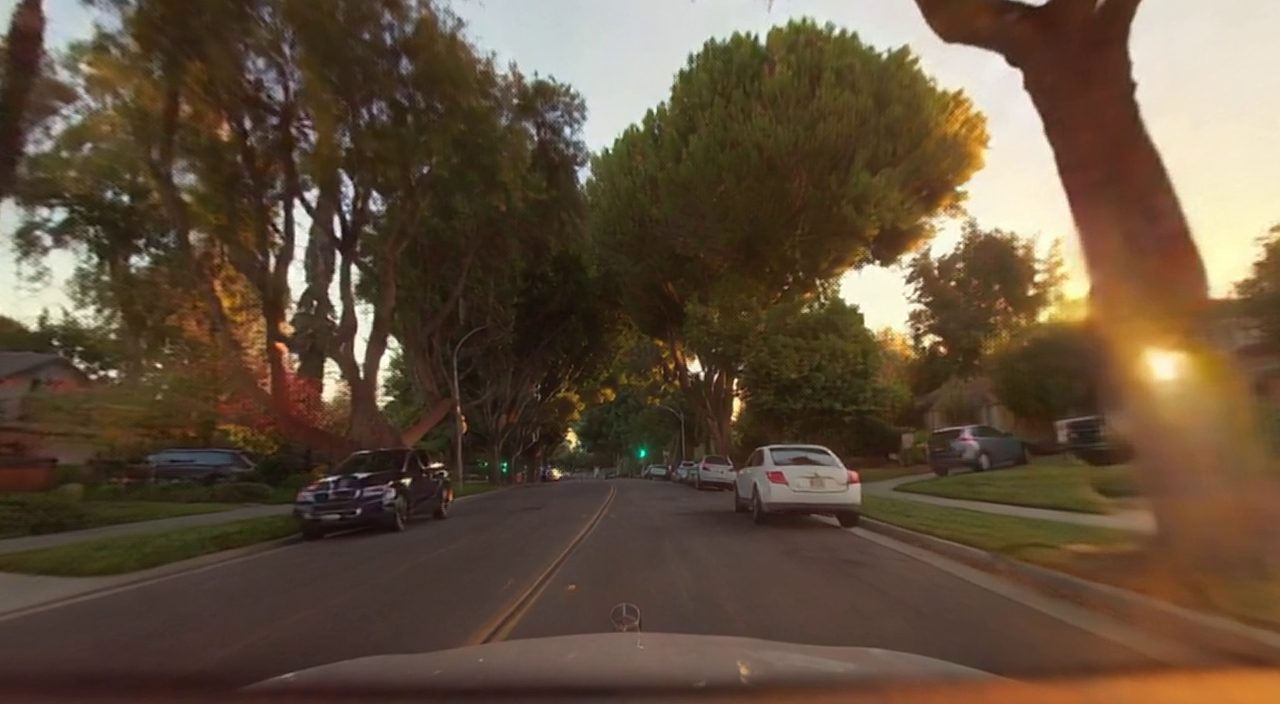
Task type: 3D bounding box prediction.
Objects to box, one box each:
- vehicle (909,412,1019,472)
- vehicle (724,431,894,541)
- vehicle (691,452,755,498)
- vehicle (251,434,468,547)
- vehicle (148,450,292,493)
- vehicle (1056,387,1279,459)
[{"bbox_3d":[11.498,3.195,22.276,2.100,1.857,4.611,-9,-12,43],"label":"vehicle"},{"bbox_3d":[3.199,2.663,13.176,2.229,1.826,4.611,-1,-9,0],"label":"vehicle"},{"bbox_3d":[3.305,4.990,26.035,1.970,1.709,4.568,0,-9,-1],"label":"vehicle"},{"bbox_3d":[-5.178,2.594,12.620,2.155,1.729,4.799,-2,-9,0],"label":"vehicle"},{"bbox_3d":[-15.714,4.450,23.662,4.527,1.466,1.880,-3,-9,16],"label":"vehicle"},{"bbox_3d":[13.640,1.881,16.026,4.639,1.634,2.005,-3,-10,16],"label":"vehicle"}]
